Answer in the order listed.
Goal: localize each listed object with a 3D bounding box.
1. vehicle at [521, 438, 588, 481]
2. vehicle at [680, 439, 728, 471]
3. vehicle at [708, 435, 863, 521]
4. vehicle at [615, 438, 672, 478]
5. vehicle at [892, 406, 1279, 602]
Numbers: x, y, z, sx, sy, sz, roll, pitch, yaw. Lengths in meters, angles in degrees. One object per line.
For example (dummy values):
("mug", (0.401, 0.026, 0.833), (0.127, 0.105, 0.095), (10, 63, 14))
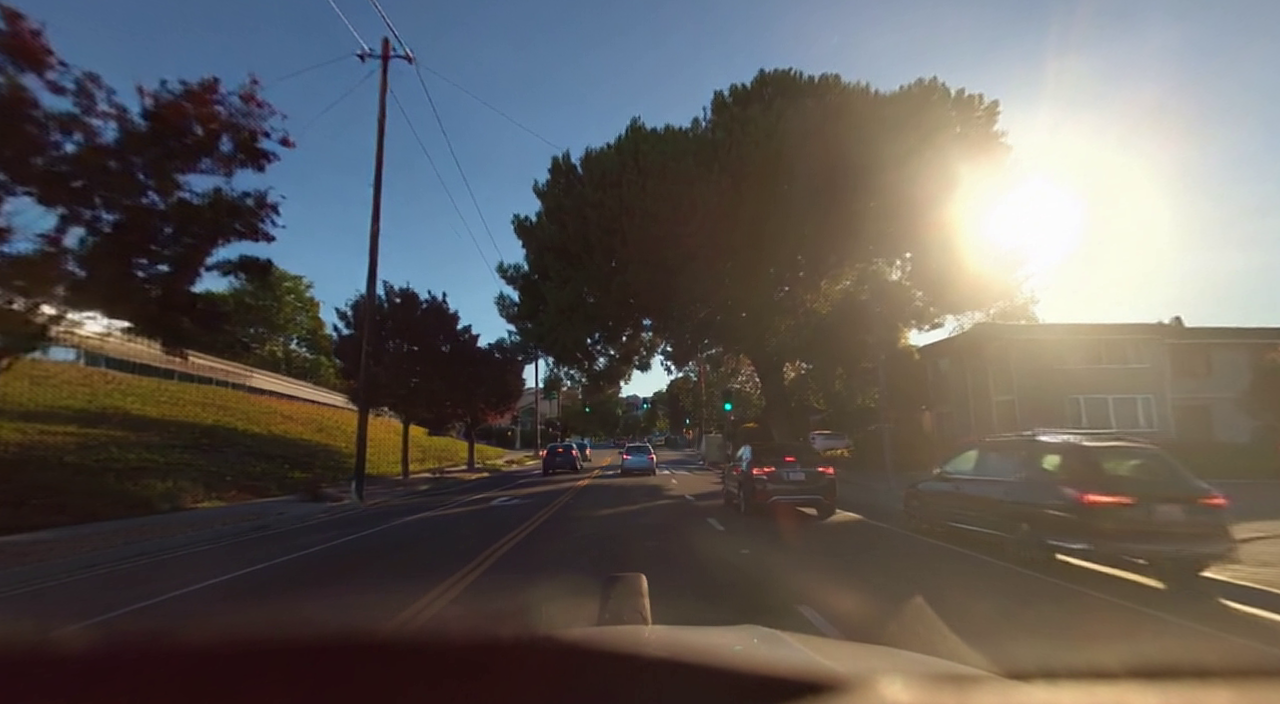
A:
("vehicle", (-3.256, 4.200, 24.964), (2.012, 1.505, 4.205), (0, -8, 1))
("vehicle", (3.172, 5.205, 32.025), (1.943, 1.484, 4.030), (0, -8, -1))
("vehicle", (2.790, 2.522, 13.287), (2.158, 1.483, 4.415), (0, -8, -1))
("vehicle", (0.104, 4.212, 25.314), (2.101, 1.467, 4.210), (0, -8, 0))
("vehicle", (5.675, 1.877, 8.877), (2.277, 1.850, 4.717), (4, -8, -1))
